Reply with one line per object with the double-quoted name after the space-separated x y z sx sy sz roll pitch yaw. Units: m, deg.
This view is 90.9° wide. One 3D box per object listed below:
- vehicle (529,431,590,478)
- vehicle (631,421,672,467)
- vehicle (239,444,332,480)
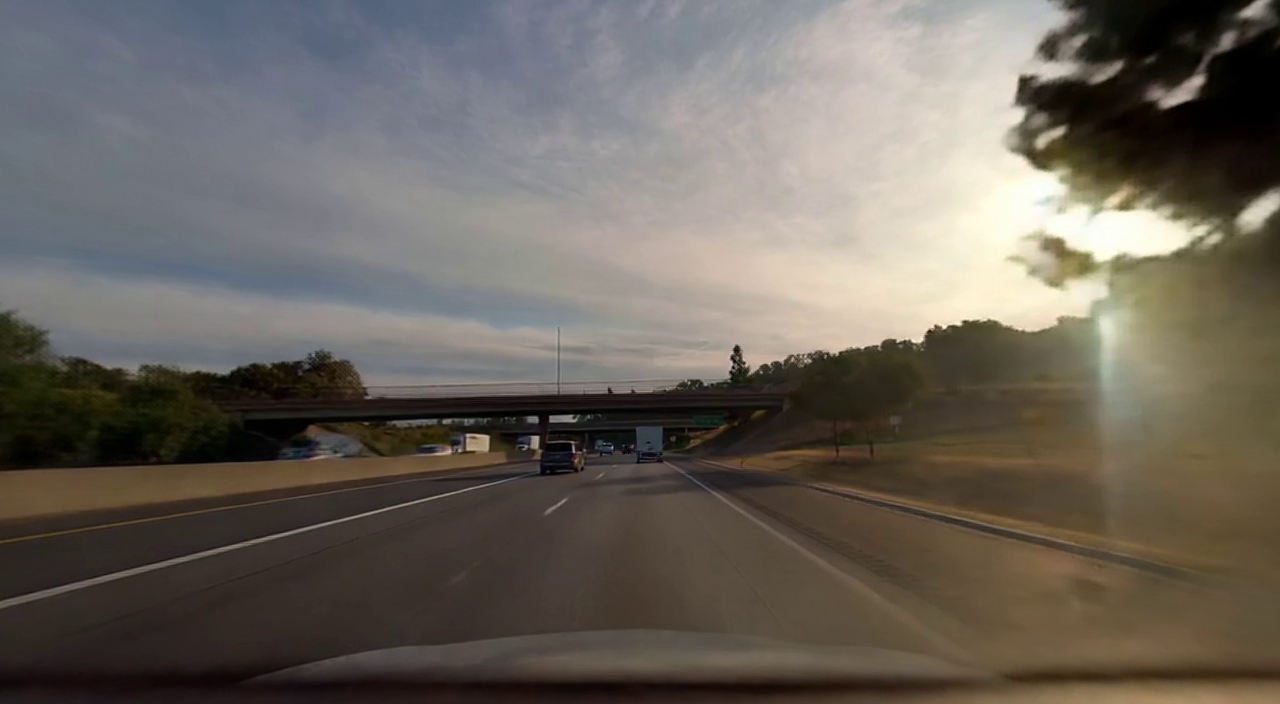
-3.867 5.080 31.274 2.233 2.093 5.565 0 -9 0 "vehicle"
0.769 6.851 46.645 2.790 3.075 7.414 0 -9 0 "vehicle"
-19.929 6.170 35.719 2.472 1.878 4.654 0 -9 1 "vehicle"
